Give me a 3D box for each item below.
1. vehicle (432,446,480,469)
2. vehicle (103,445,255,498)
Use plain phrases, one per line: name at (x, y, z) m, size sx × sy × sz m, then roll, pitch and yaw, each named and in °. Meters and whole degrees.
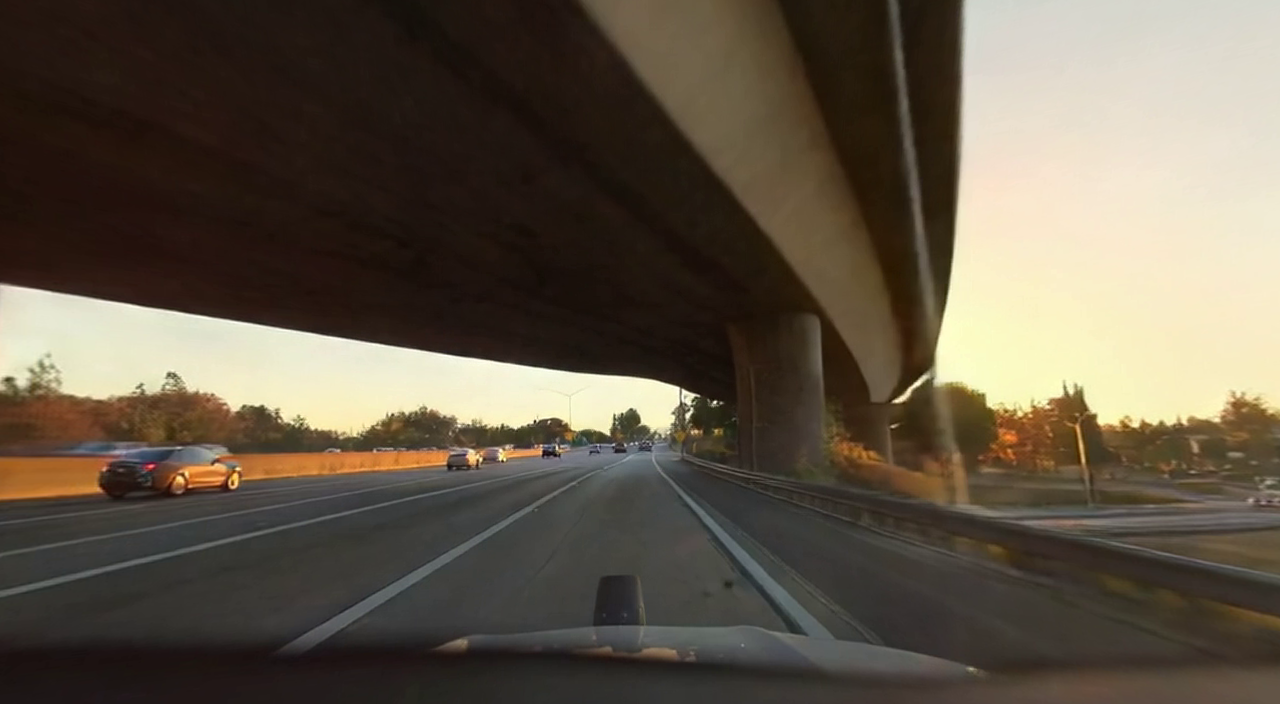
vehicle at (-12.830, 7.372, 44.371) m, size 2.271 × 1.537 × 4.029 m, roll 0°, pitch -9°, yaw -2°
vehicle at (-14.862, 3.845, 20.758) m, size 1.829 × 1.520 × 4.505 m, roll 0°, pitch -9°, yaw -4°
